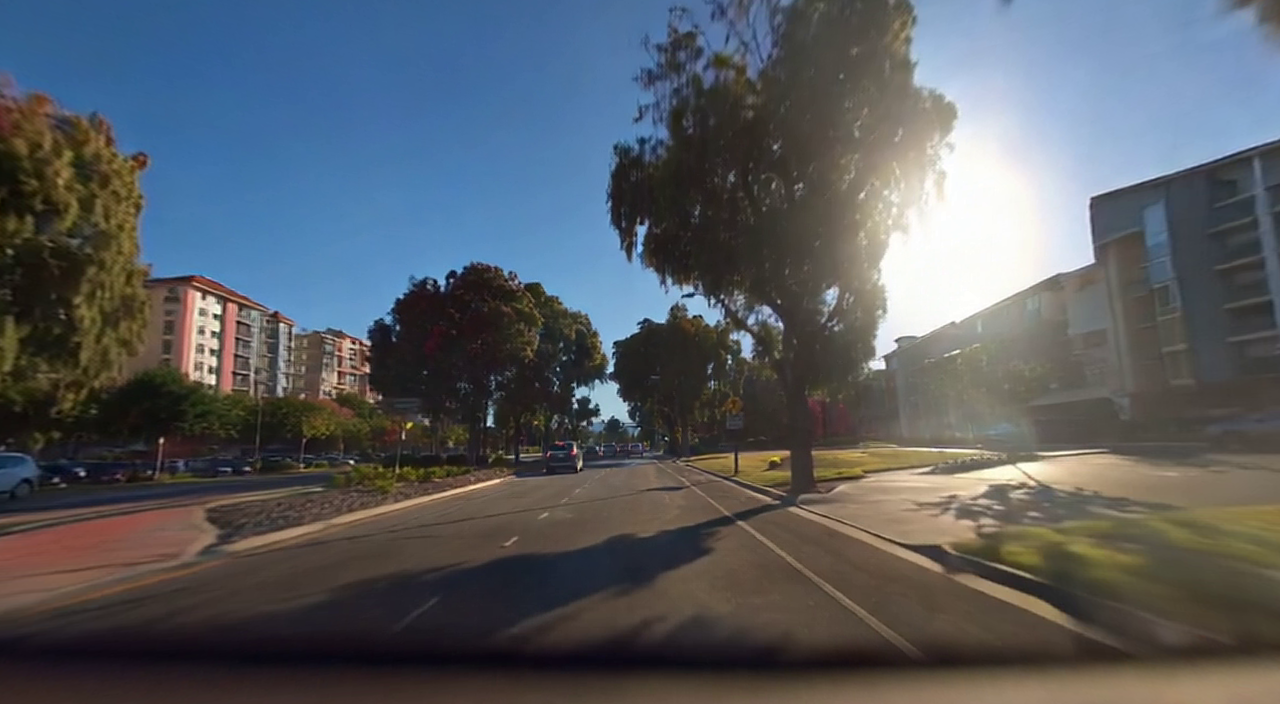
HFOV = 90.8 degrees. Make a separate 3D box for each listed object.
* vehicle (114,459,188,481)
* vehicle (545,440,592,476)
[{"bbox_3d":[-36.937,8.901,47.765,3.950,1.513,1.797,-1,-9,-5],"label":"vehicle"},{"bbox_3d":[-3.715,5.582,33.511,1.959,1.741,4.141,0,-9,1],"label":"vehicle"}]
